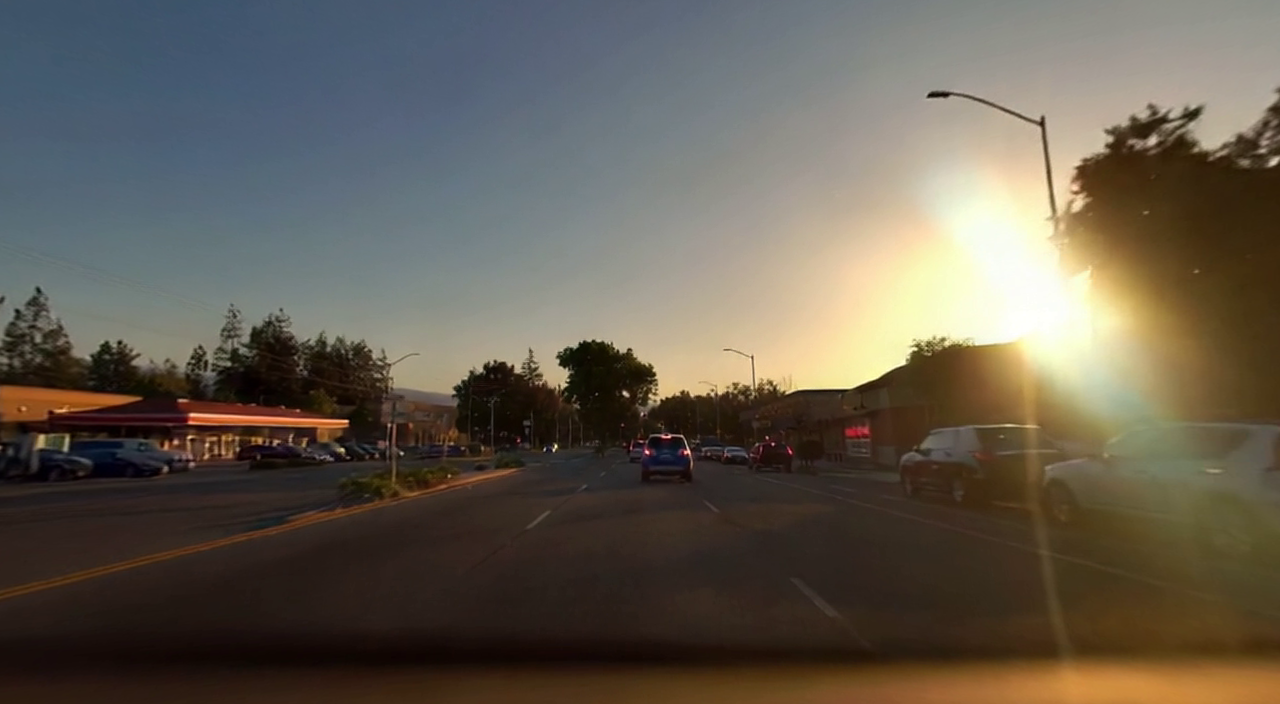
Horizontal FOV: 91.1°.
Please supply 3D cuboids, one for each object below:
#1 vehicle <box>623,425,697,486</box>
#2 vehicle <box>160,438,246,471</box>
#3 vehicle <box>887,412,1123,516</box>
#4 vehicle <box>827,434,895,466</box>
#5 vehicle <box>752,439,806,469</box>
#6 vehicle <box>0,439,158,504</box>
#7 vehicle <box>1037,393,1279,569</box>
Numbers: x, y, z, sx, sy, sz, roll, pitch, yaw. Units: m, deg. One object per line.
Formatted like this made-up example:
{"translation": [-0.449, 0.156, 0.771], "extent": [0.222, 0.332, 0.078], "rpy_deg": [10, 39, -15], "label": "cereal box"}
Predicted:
{"translation": [0.690, 3.604, 22.186], "extent": [2.317, 1.857, 5.150], "rpy_deg": [0, -8, 2], "label": "vehicle"}
{"translation": [-25.818, 6.033, 37.301], "extent": [2.044, 1.695, 4.619], "rpy_deg": [-1, -7, -5], "label": "vehicle"}
{"translation": [7.298, 2.310, 13.333], "extent": [2.032, 1.776, 4.782], "rpy_deg": [1, -9, -1], "label": "vehicle"}
{"translation": [12.832, 5.727, 36.822], "extent": [2.019, 1.711, 4.862], "rpy_deg": [1, -9, -3], "label": "vehicle"}
{"translation": [7.492, 5.527, 34.216], "extent": [1.818, 1.459, 4.806], "rpy_deg": [1, -8, 0], "label": "vehicle"}
{"translation": [-17.669, 3.560, 19.263], "extent": [1.995, 1.740, 4.673], "rpy_deg": [0, -8, 0], "label": "vehicle"}
{"translation": [7.387, 1.510, 7.660], "extent": [1.970, 1.744, 4.662], "rpy_deg": [1, -9, -1], "label": "vehicle"}
